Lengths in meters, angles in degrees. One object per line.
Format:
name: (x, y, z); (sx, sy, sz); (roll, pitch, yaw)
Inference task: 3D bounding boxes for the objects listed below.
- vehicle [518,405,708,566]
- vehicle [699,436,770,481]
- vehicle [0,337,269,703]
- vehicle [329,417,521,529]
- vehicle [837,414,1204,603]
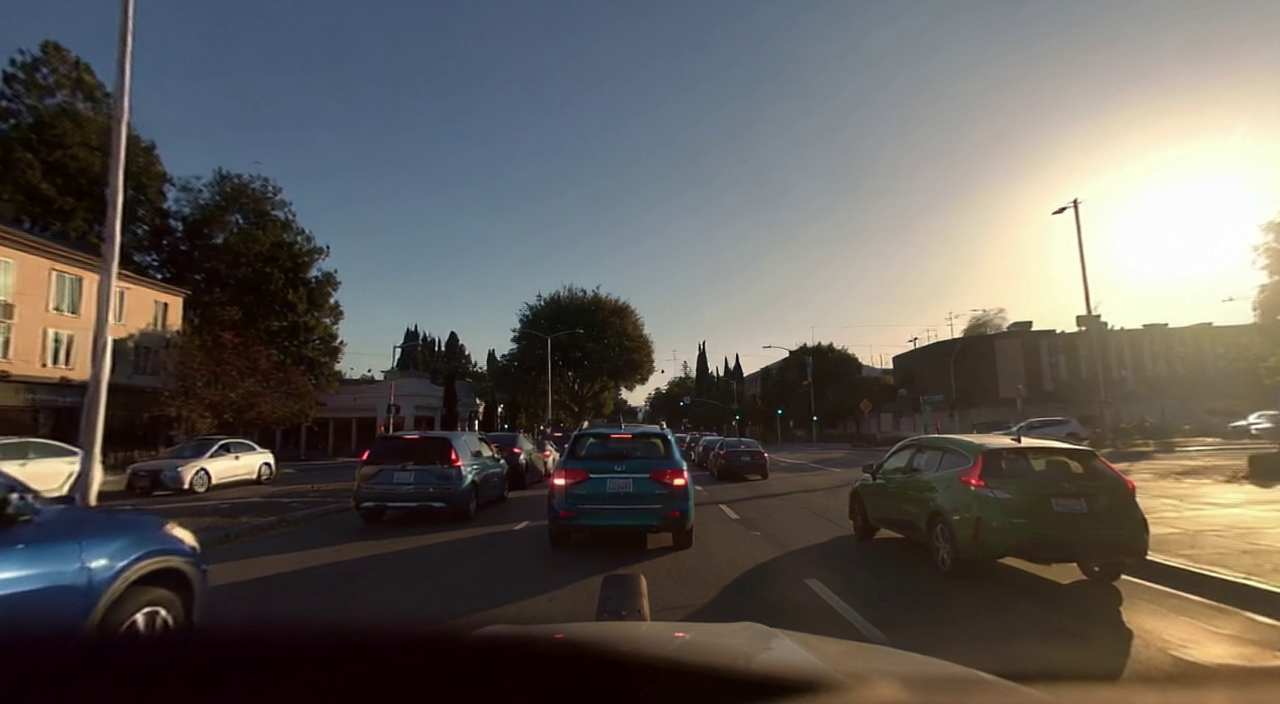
vehicle: (-0.237, 1.724, 8.806); (2.022, 1.700, 4.084); (0, -8, 1)
vehicle: (3.340, 3.848, 23.004); (1.948, 1.475, 4.093); (0, -8, 0)
vehicle: (-3.448, 0.720, 1.779); (2.047, 1.710, 4.314); (0, -8, 1)
vehicle: (-3.736, 2.189, 11.904); (2.012, 1.701, 4.316); (0, -8, 1)
vehicle: (3.778, 1.586, 7.227); (1.847, 1.554, 3.885); (0, -8, 2)
